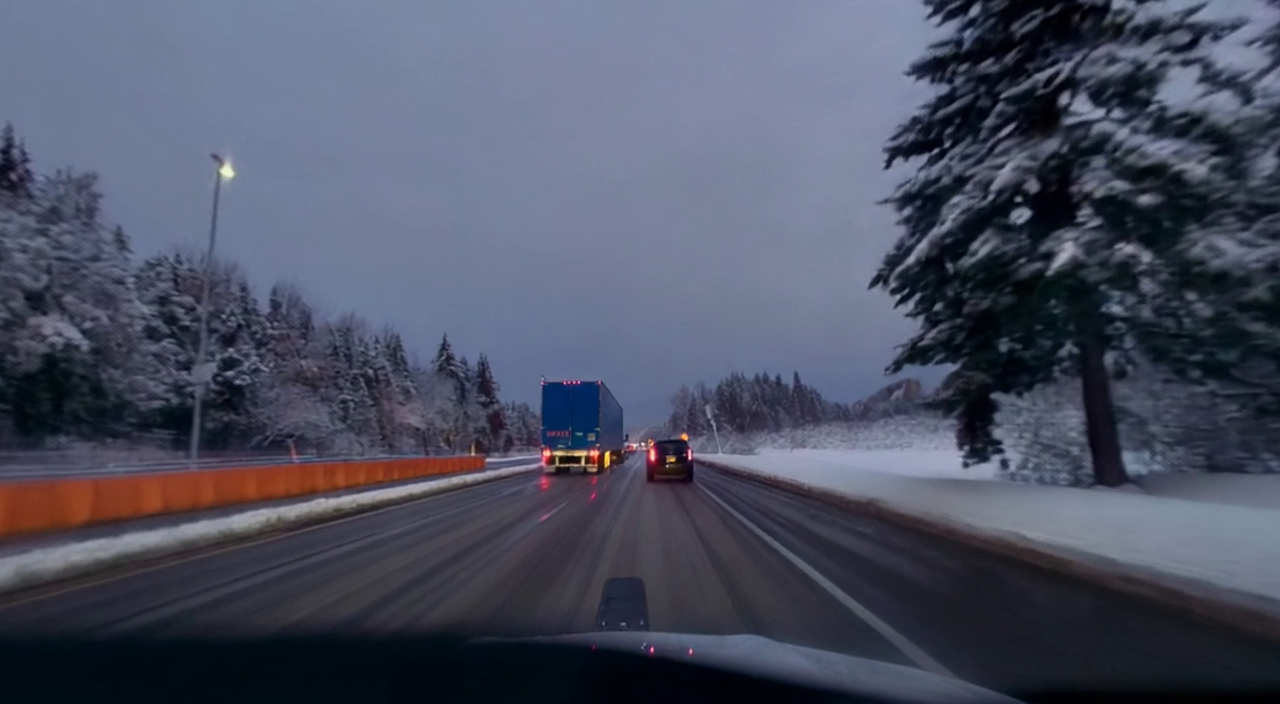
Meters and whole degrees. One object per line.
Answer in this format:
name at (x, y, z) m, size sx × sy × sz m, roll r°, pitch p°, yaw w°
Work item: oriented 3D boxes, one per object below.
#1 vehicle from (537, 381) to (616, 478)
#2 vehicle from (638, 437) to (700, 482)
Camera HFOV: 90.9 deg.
vehicle at (-2.993, 4.442, 34.728) m, size 2.906 × 4.115 × 15.715 m, roll 0°, pitch -8°, yaw 0°
vehicle at (1.103, 4.368, 25.950) m, size 2.304 × 1.675 × 4.462 m, roll 0°, pitch -8°, yaw 0°
